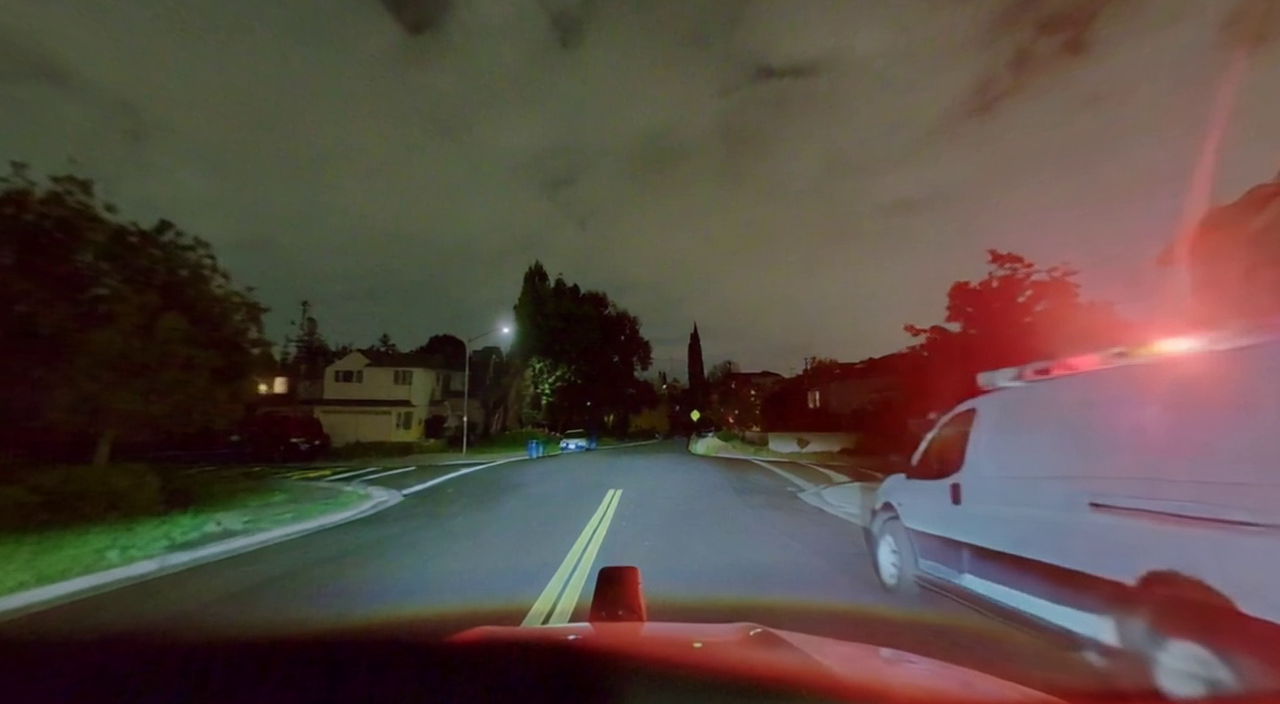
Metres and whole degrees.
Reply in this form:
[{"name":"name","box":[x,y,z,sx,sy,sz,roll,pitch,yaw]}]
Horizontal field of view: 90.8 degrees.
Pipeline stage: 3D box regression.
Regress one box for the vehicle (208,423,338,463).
[{"name":"vehicle","box":[-17.063,4.284,29.557,4.722,1.730,2.109,0,-11,3]}]

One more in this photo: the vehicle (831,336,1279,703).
[{"name":"vehicle","box":[3.056,1.084,3.938,2.074,1.646,5.457,2,-8,0]}]
